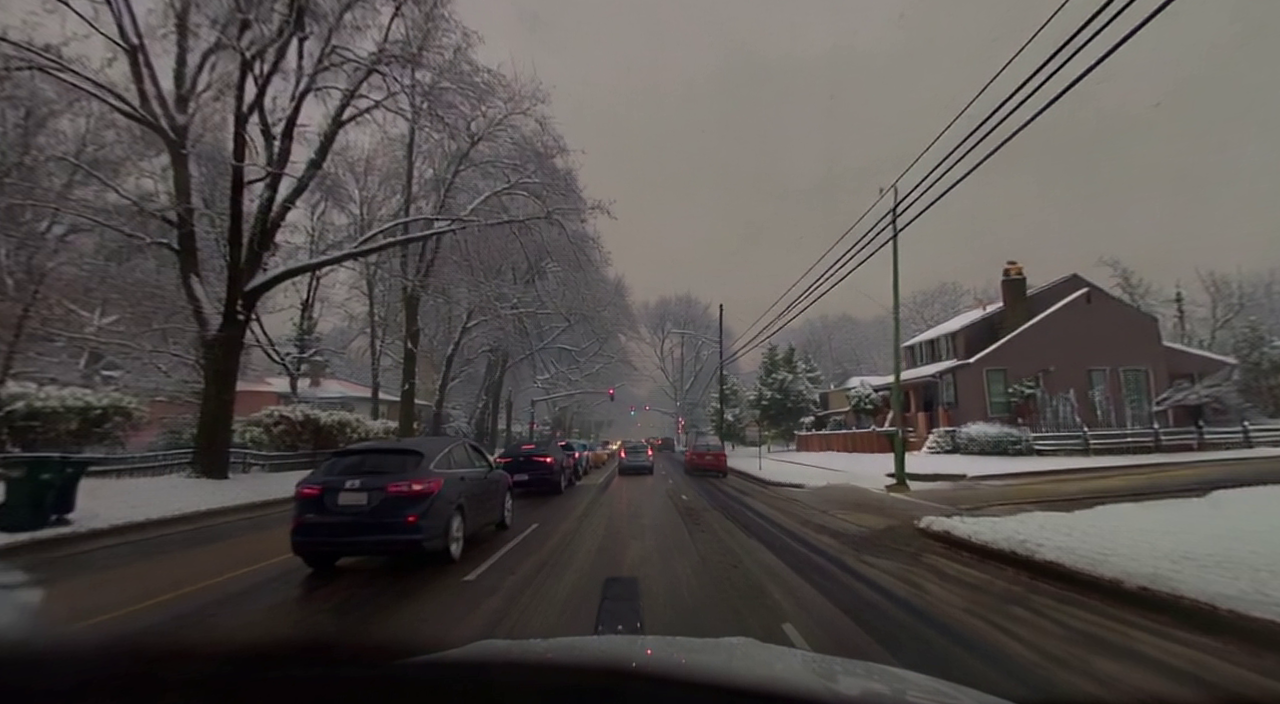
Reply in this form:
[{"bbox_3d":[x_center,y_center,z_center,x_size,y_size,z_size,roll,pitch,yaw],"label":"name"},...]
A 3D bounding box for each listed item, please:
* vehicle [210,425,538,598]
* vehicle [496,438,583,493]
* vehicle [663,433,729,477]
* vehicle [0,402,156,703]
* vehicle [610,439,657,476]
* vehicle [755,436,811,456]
[{"bbox_3d":[-2.693,1.734,7.854,2.081,1.488,4.566,0,-9,0],"label":"vehicle"},{"bbox_3d":[-2.966,3.477,19.714,1.897,1.484,4.716,0,-9,1],"label":"vehicle"},{"bbox_3d":[2.255,4.329,26.748,2.258,1.682,4.635,0,-9,-1],"label":"vehicle"},{"bbox_3d":[-3.032,0.664,0.380,1.970,1.477,4.380,0,-9,0],"label":"vehicle"},{"bbox_3d":[-0.306,4.578,27.646,1.927,1.453,3.848,0,-9,-1],"label":"vehicle"},{"bbox_3d":[11.079,7.308,48.973,3.883,1.496,1.779,1,-9,-2],"label":"vehicle"}]
